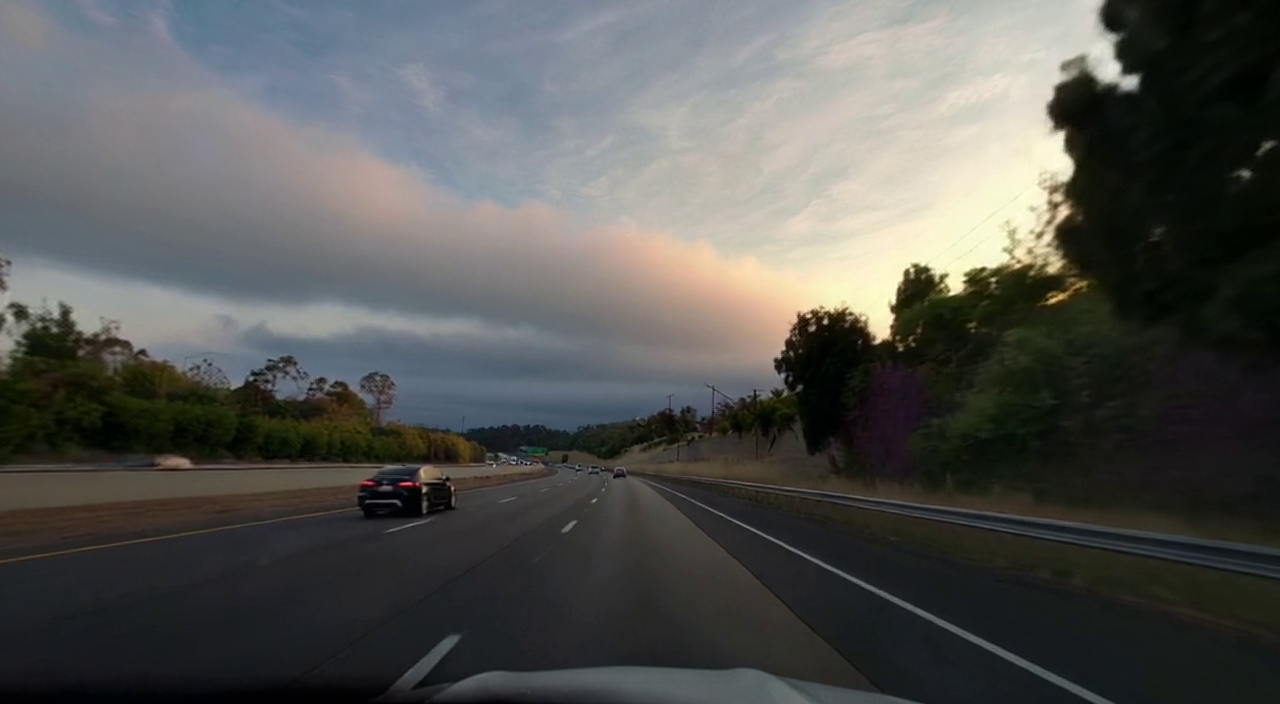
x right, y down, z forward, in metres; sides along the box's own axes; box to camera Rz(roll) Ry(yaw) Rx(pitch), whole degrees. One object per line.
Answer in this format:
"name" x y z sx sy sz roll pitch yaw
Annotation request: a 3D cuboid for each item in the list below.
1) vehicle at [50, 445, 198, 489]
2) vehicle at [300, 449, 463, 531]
"vehicle" -19.891 4.503 24.630 2.002 1.530 4.517 1 -10 -2
"vehicle" -6.224 3.396 15.897 2.194 1.704 4.421 1 -10 0
